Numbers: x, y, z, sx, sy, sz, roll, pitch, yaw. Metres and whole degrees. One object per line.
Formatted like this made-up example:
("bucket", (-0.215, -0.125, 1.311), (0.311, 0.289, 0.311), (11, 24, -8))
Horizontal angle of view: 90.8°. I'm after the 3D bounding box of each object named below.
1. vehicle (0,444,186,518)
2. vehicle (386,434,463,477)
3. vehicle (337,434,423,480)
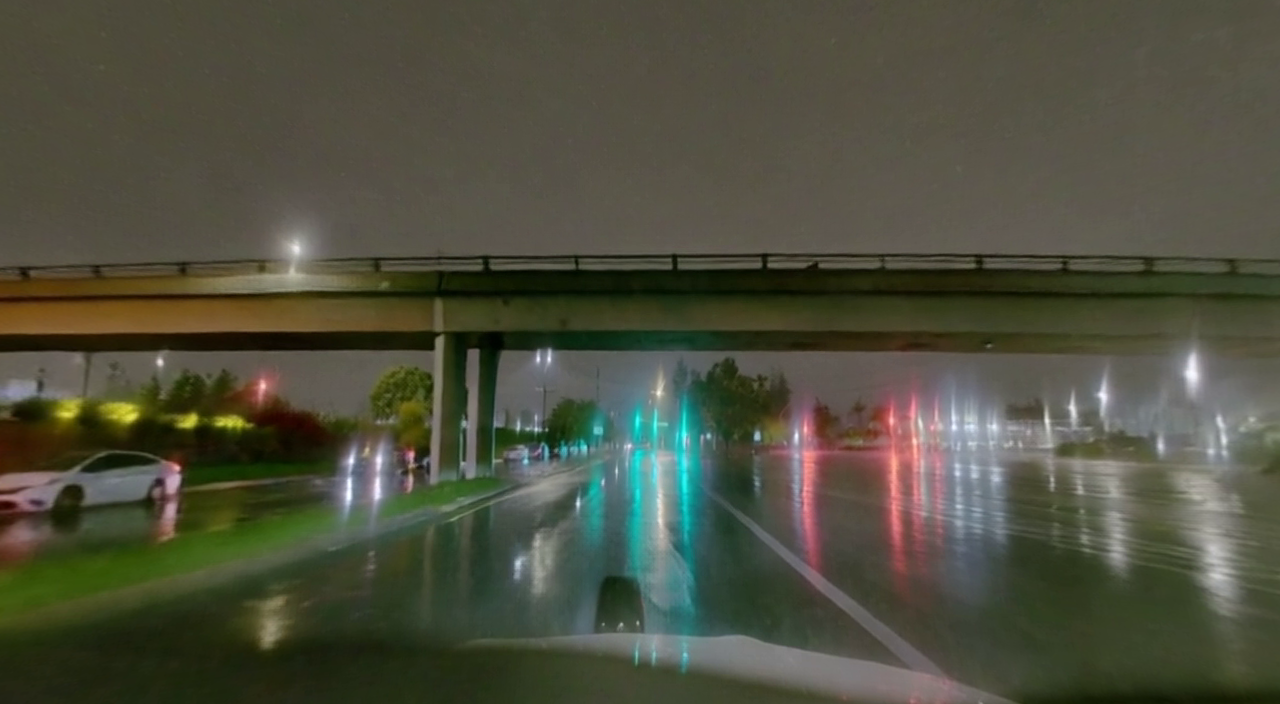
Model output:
("vehicle", (-13.644, 3.042, 15.361), (1.847, 1.498, 4.368), (1, -10, 2))
("vehicle", (-12.961, 6.251, 38.581), (2.307, 2.349, 6.335), (1, -8, 1))
("vehicle", (-13.026, 5.298, 32.117), (2.136, 2.016, 5.354), (2, -9, -2))
